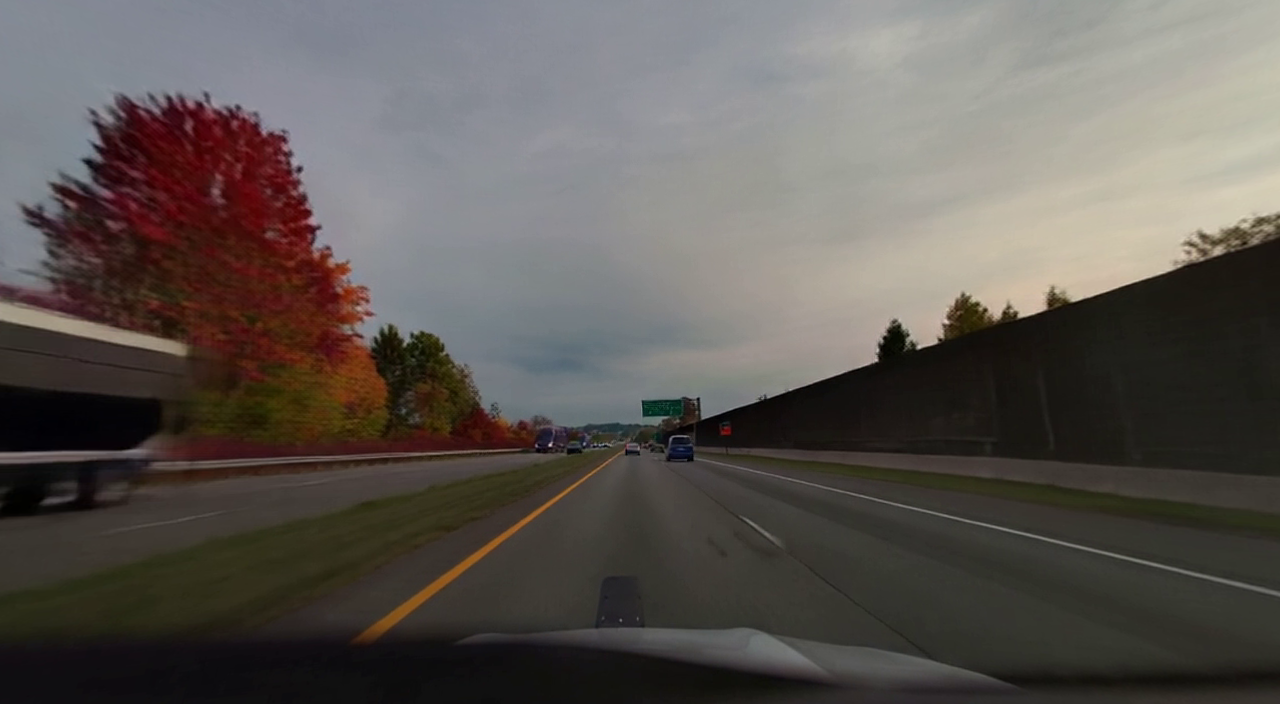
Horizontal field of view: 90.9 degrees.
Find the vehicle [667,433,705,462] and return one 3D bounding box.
[{"bbox_3d":[3.442,7.219,47.721,2.393,2.072,4.958,0,-8,-1],"label":"vehicle"}]

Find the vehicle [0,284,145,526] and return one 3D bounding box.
[{"bbox_3d":[-12.153,0.276,6.411,2.937,4.007,14.048,0,-8,0],"label":"vehicle"}]
